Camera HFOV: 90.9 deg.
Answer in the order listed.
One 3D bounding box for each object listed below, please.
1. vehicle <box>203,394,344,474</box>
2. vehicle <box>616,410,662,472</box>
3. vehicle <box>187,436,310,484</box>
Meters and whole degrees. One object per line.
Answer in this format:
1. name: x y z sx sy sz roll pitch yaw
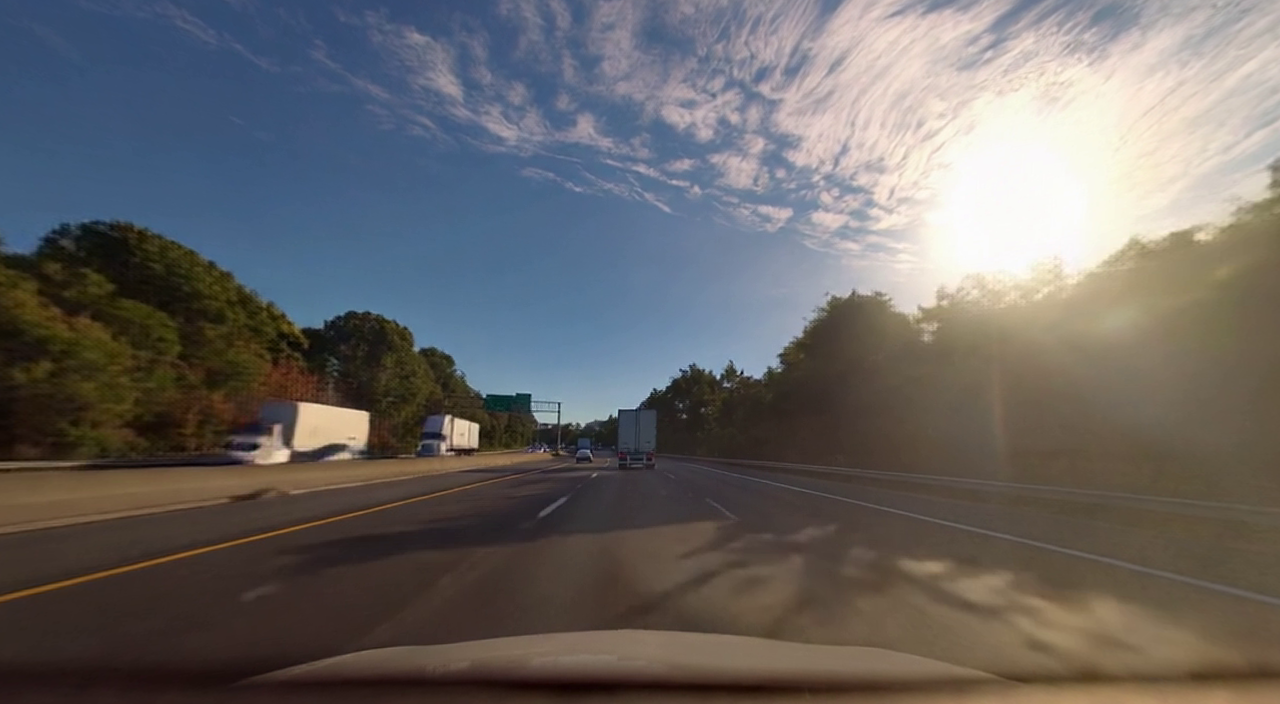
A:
1. vehicle: -17.615 4.085 30.896 3.242 3.506 5.962 0 -9 -1
2. vehicle: -0.204 6.538 45.995 2.962 3.953 10.696 0 -9 -2
3. vehicle: -13.309 3.685 21.690 1.995 1.490 3.421 0 -9 0
